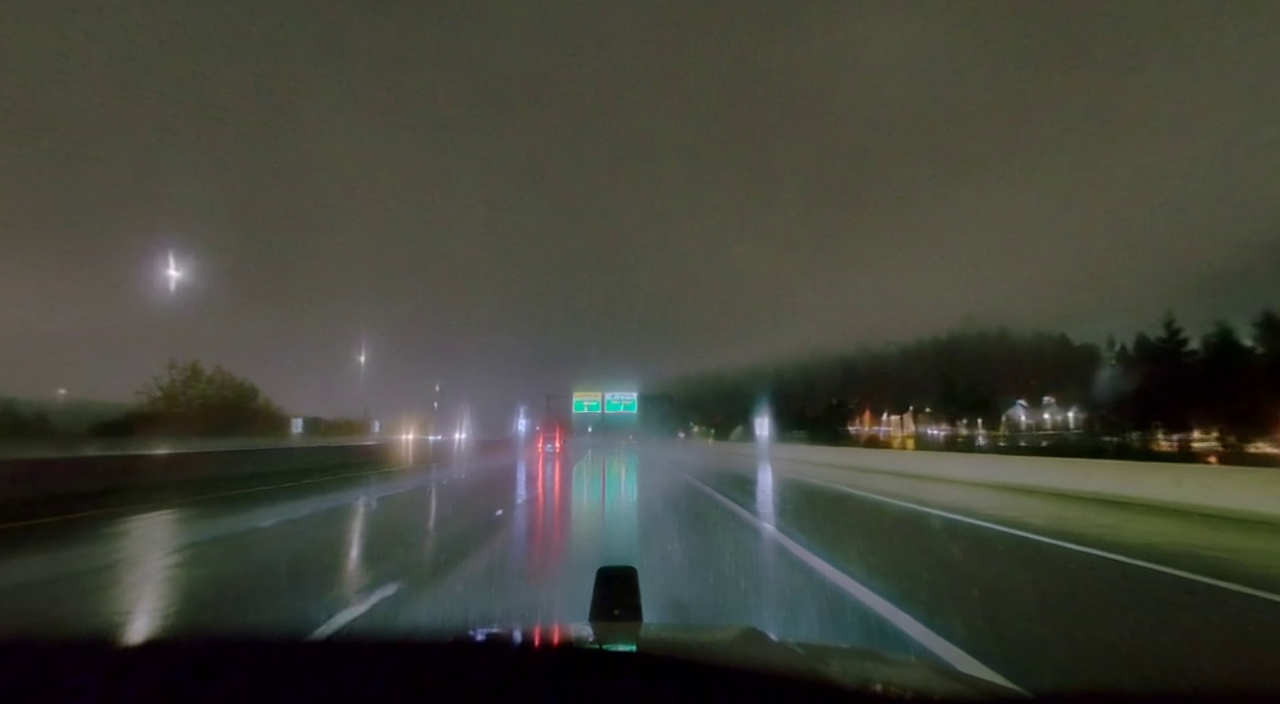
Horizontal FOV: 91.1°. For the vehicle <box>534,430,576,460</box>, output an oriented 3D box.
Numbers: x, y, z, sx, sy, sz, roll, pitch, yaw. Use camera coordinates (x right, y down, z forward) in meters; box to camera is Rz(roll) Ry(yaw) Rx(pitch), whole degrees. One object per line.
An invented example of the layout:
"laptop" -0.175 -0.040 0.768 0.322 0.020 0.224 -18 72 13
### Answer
"vehicle" -4.722 5.215 35.430 1.878 1.548 3.966 0 -8 -1
